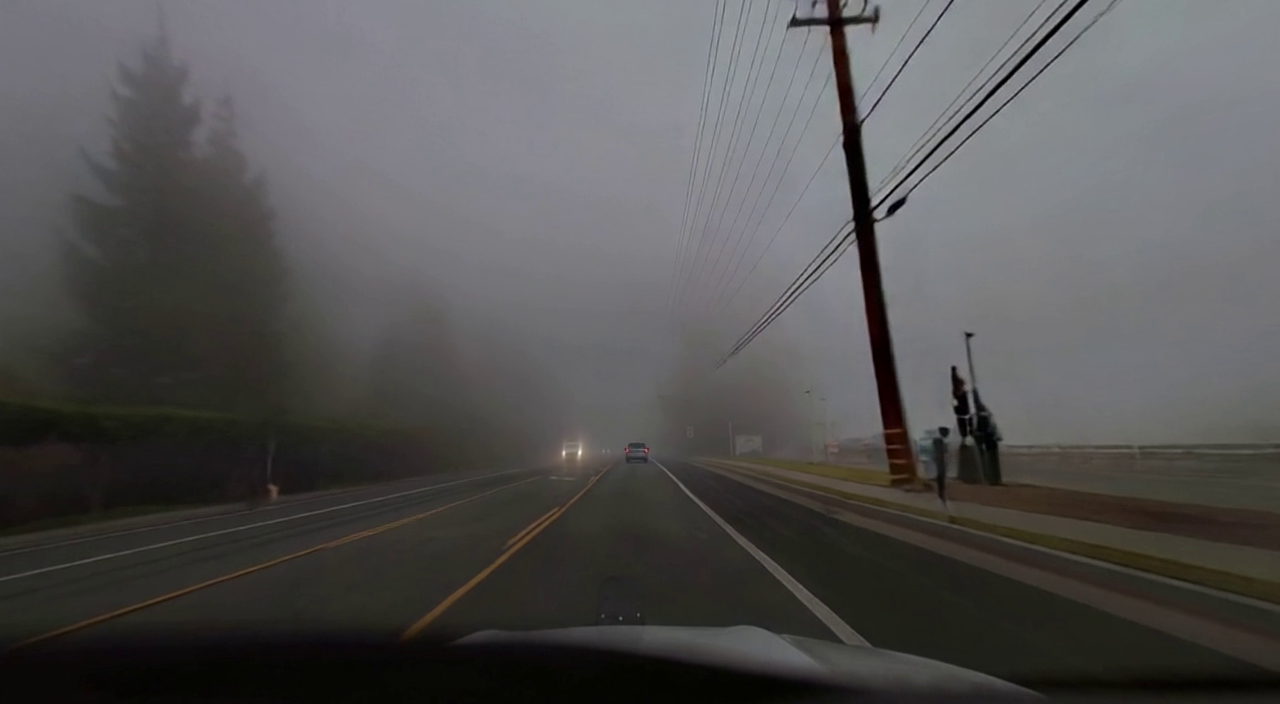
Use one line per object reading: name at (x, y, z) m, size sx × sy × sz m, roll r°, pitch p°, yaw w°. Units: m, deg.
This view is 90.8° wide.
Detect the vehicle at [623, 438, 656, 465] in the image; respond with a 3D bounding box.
vehicle at (-0.041, 6.999, 44.652) m, size 2.163 × 1.746 × 4.073 m, roll -1°, pitch -8°, yaw 0°
